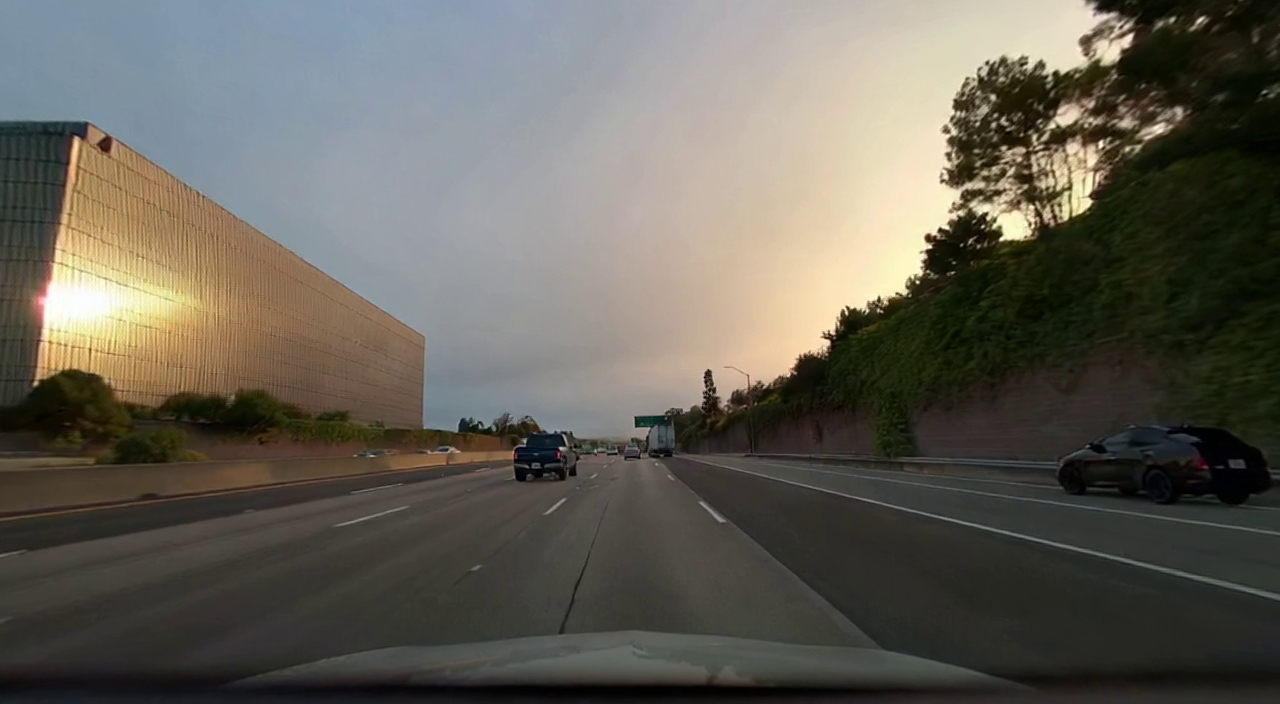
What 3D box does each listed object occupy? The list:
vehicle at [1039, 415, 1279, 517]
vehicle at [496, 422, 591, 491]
[{"bbox_3d":[11.503,2.422,13.808,2.089,1.787,5.080,0,-9,-2],"label":"vehicle"},{"bbox_3d":[-3.069,3.526,21.536,2.284,2.022,5.752,0,-9,0],"label":"vehicle"}]
